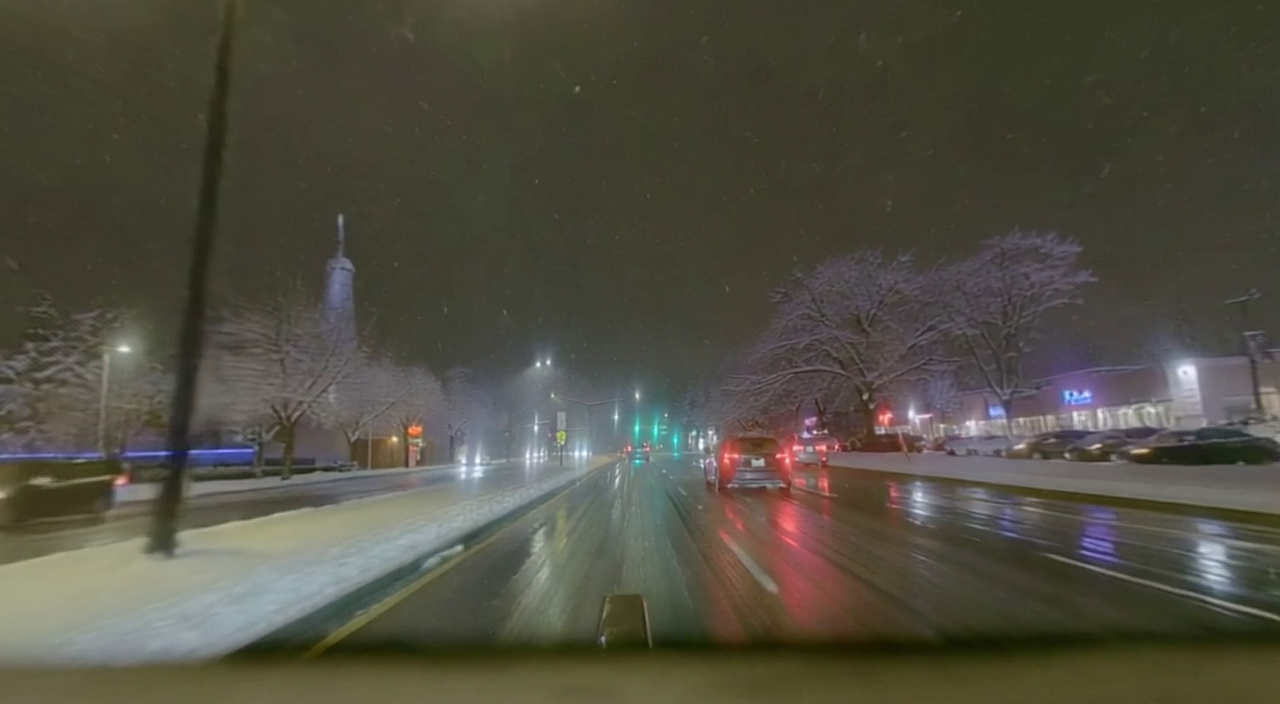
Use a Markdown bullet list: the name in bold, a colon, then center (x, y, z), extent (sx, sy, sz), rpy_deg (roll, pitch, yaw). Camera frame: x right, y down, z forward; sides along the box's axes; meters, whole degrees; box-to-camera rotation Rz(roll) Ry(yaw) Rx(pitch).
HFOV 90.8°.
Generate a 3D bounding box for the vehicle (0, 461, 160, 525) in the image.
- **vehicle**: center (-16.316, 3.862, 17.789), extent (1.955, 1.428, 4.606), rpy_deg (0, -9, 0)

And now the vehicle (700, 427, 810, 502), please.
- **vehicle**: center (2.793, 2.852, 16.407), extent (1.963, 1.677, 4.229), rpy_deg (0, -9, -1)

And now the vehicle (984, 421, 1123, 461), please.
- **vehicle**: center (19.679, 4.286, 30.284), extent (4.975, 1.786, 2.223), rpy_deg (-1, -9, 3)

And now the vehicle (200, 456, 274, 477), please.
- **vehicle**: center (-29.620, 8.423, 46.514), extent (4.173, 1.482, 1.818), rpy_deg (0, -9, 1)

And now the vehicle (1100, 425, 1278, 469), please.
- **vehicle**: center (19.203, 3.341, 22.246), extent (4.418, 1.461, 2.002), rpy_deg (0, -9, -2)
